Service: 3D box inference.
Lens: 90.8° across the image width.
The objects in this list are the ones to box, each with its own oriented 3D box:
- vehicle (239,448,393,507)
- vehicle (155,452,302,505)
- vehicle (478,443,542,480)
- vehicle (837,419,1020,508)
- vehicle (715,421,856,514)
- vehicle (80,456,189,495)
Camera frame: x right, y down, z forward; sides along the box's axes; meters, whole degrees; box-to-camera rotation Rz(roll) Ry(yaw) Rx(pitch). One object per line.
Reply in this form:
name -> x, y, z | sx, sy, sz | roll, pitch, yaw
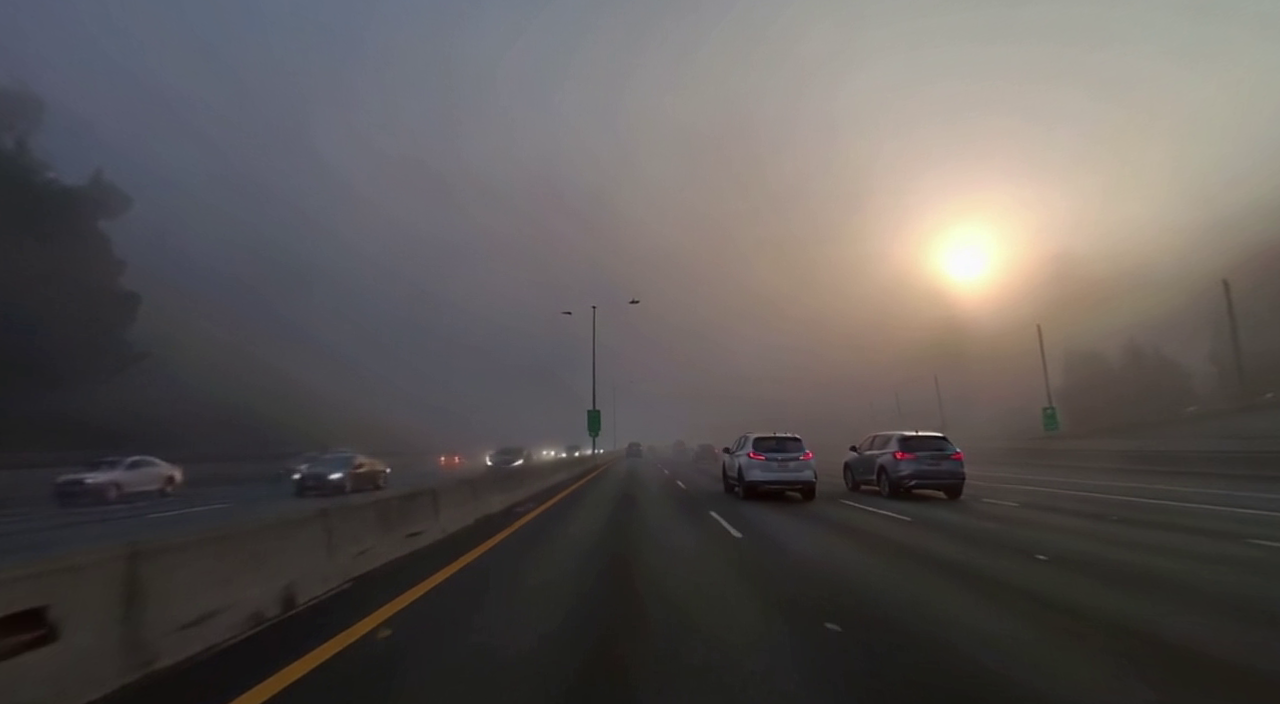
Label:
vehicle -> -9.344, 3.624, 18.768 | 2.076, 1.492, 4.669 | 0, -9, 0
vehicle -> -13.256, 4.064, 20.709 | 2.186, 1.521, 3.866 | 0, -9, 0
vehicle -> -5.762, 4.890, 28.530 | 1.948, 1.554, 4.122 | 0, -9, 1
vehicle -> 6.656, 2.645, 15.385 | 2.040, 1.801, 4.959 | 0, -9, -1
vehicle -> 2.962, 2.474, 13.950 | 2.059, 1.711, 4.302 | 0, -9, -1
vehicle -> -24.596, 5.987, 30.953 | 1.869, 1.649, 4.303 | 0, -9, -3
